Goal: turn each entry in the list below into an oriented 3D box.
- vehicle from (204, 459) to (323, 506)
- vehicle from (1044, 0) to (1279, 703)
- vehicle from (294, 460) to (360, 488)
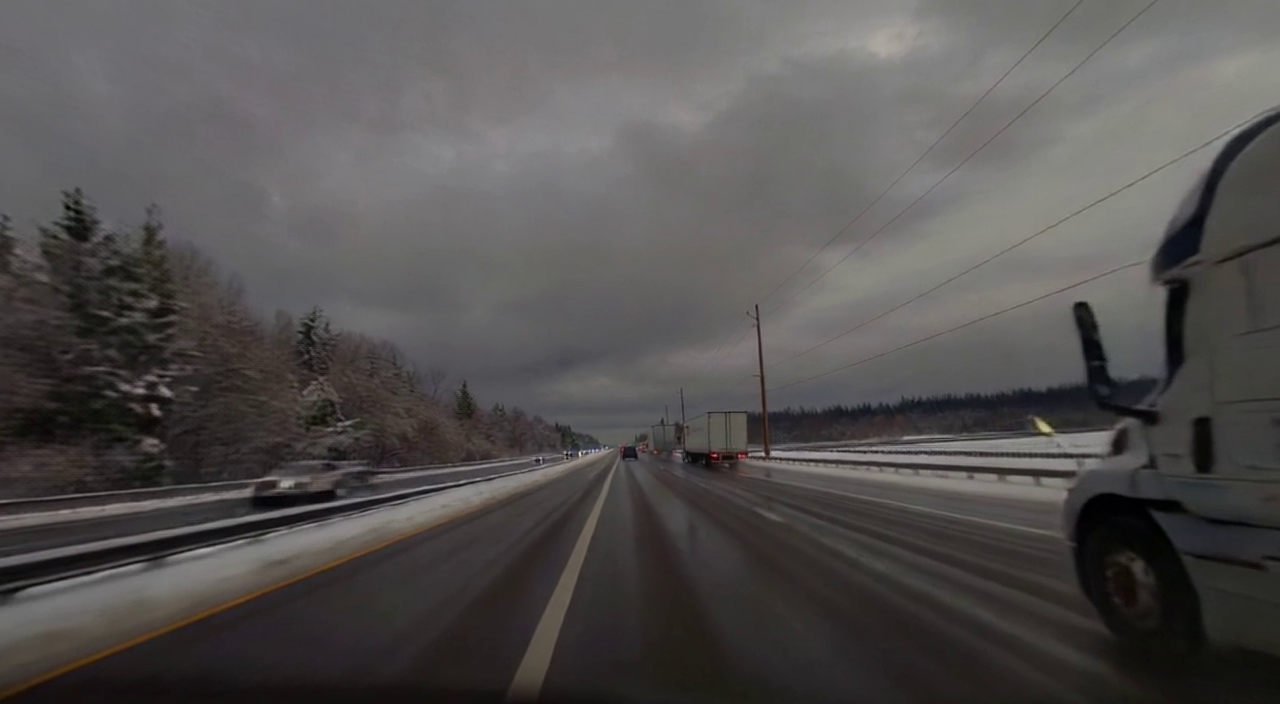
[{"bbox_3d":[-14.409,4.983,24.408,1.957,1.533,4.483,0,-9,-2],"label":"vehicle"},{"bbox_3d":[4.780,-0.360,1.784,3.000,3.855,5.964,0,-9,-1],"label":"vehicle"},{"bbox_3d":[-19.117,7.455,38.602,1.834,1.472,4.486,0,-9,-2],"label":"vehicle"}]
